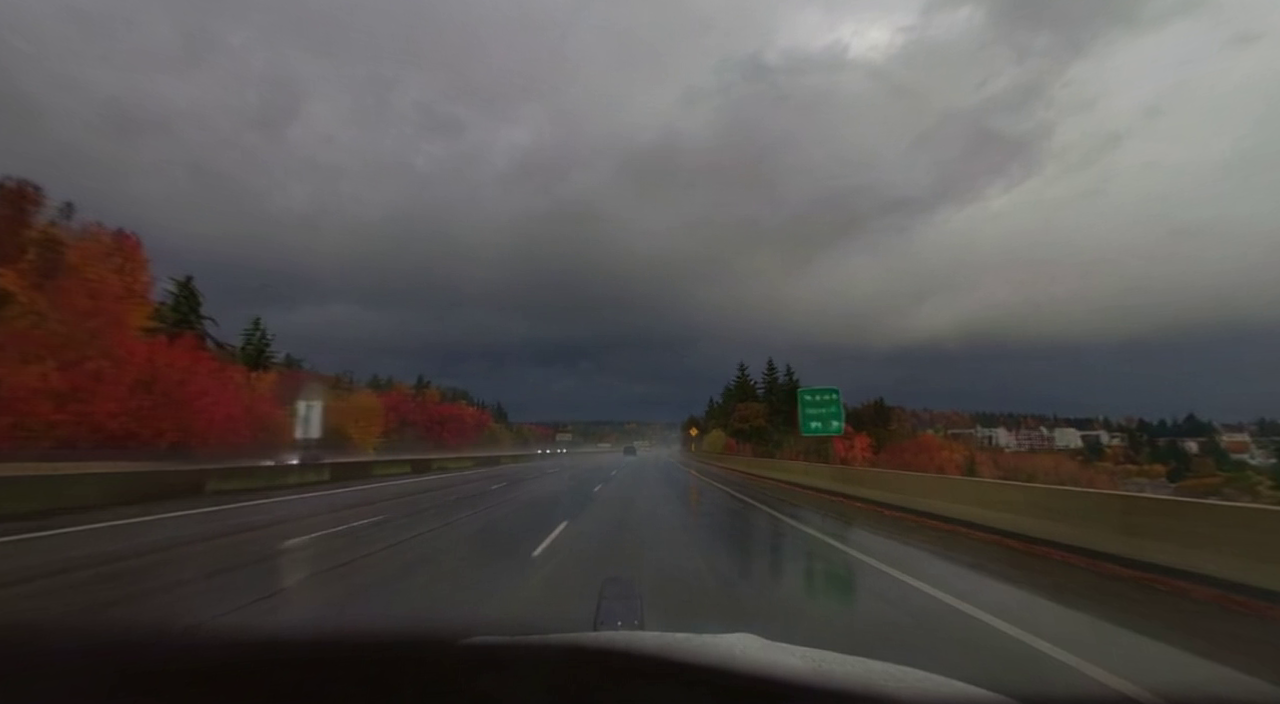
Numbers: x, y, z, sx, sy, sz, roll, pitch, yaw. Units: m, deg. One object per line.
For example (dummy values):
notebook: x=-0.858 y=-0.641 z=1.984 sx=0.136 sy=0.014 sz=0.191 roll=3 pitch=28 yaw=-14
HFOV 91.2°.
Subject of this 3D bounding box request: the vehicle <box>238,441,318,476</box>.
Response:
vehicle: x=-19.229 y=5.665 z=33.490 sx=1.873 sy=1.754 sz=3.936 roll=0 pitch=-9 yaw=0
